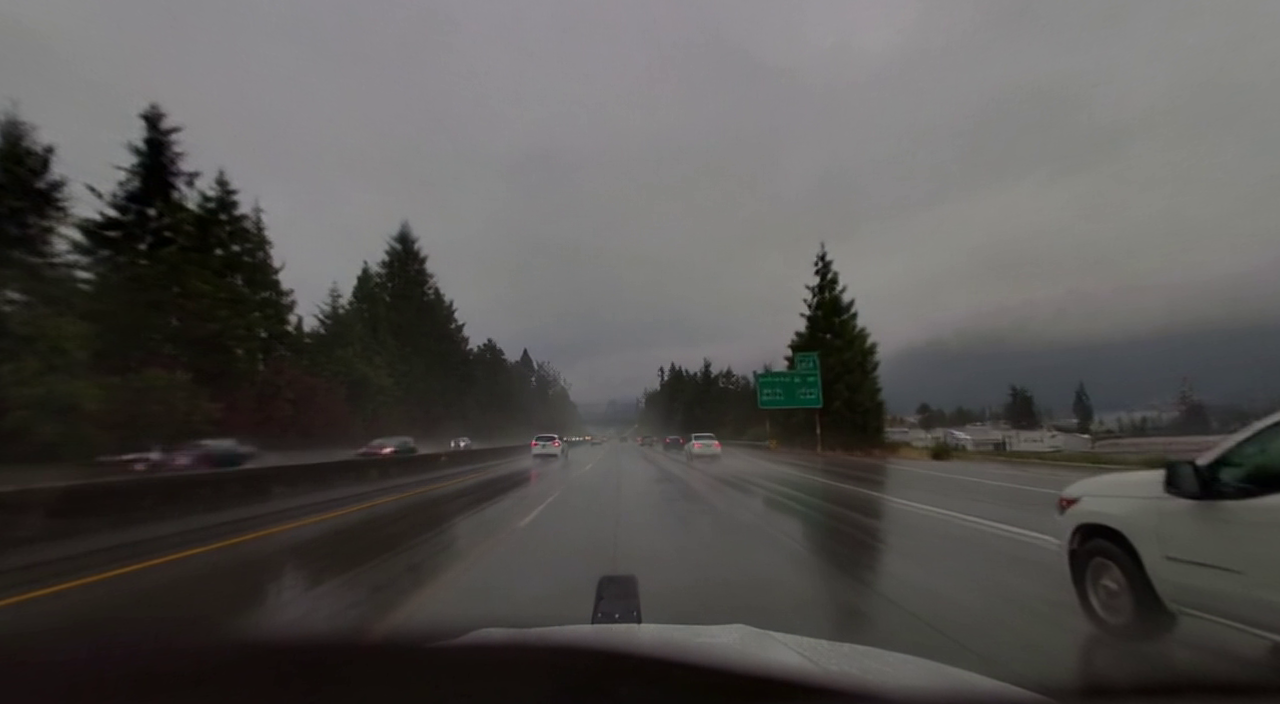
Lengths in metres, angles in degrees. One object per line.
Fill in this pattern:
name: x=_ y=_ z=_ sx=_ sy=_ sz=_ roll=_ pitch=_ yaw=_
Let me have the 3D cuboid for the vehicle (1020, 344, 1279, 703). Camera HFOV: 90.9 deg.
vehicle: x=3.506 y=0.693 z=1.701 sx=1.949 sy=1.639 sz=4.748 roll=0 pitch=-8 yaw=-1

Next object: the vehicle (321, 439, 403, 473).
vehicle: x=-12.582 y=4.686 z=28.883 sx=1.865 sy=1.416 sz=4.371 roll=0 pitch=-8 yaw=-2

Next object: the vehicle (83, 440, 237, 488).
vehicle: x=-16.131 y=3.743 z=21.556 sx=1.863 sy=1.450 sz=4.406 roll=0 pitch=-8 yaw=-1

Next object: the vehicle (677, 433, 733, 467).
vehicle: x=2.890 y=4.463 z=28.983 sx=1.990 sy=1.480 sz=3.865 roll=0 pitch=-8 yaw=-2

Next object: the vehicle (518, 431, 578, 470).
vehicle: x=-4.058 y=4.399 z=28.541 sx=2.011 sy=1.614 sz=4.808 roll=0 pitch=-8 yaw=-1
